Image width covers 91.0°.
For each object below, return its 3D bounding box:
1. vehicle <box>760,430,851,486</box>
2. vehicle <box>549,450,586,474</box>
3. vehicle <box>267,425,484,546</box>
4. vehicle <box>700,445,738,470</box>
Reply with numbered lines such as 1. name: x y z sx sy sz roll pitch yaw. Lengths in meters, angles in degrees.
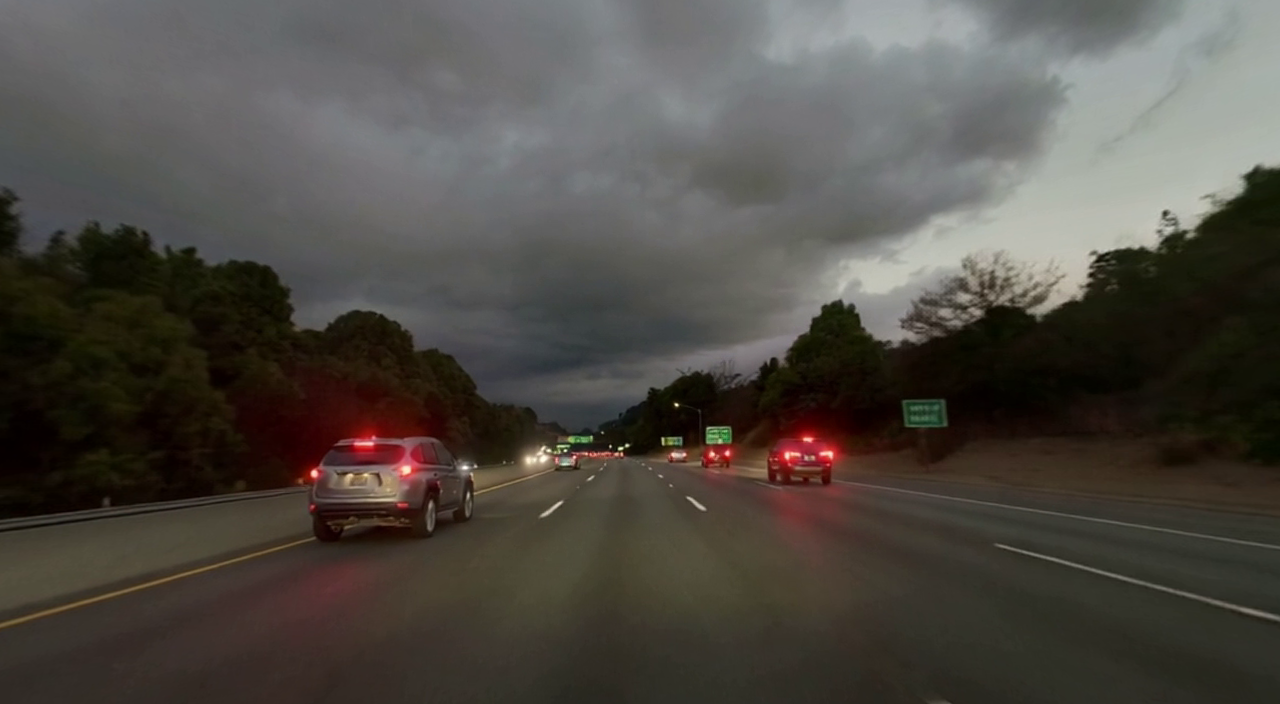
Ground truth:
1. vehicle: 6.853 4.468 26.767 2.378 2.096 5.119 0 -9 -1
2. vehicle: -4.711 7.191 41.505 2.009 1.488 4.289 1 -9 -2
3. vehicle: -4.424 2.299 11.459 2.079 1.745 4.281 0 -9 0
4. vehicle: 5.838 7.875 47.026 2.107 1.732 4.527 1 -9 -3
